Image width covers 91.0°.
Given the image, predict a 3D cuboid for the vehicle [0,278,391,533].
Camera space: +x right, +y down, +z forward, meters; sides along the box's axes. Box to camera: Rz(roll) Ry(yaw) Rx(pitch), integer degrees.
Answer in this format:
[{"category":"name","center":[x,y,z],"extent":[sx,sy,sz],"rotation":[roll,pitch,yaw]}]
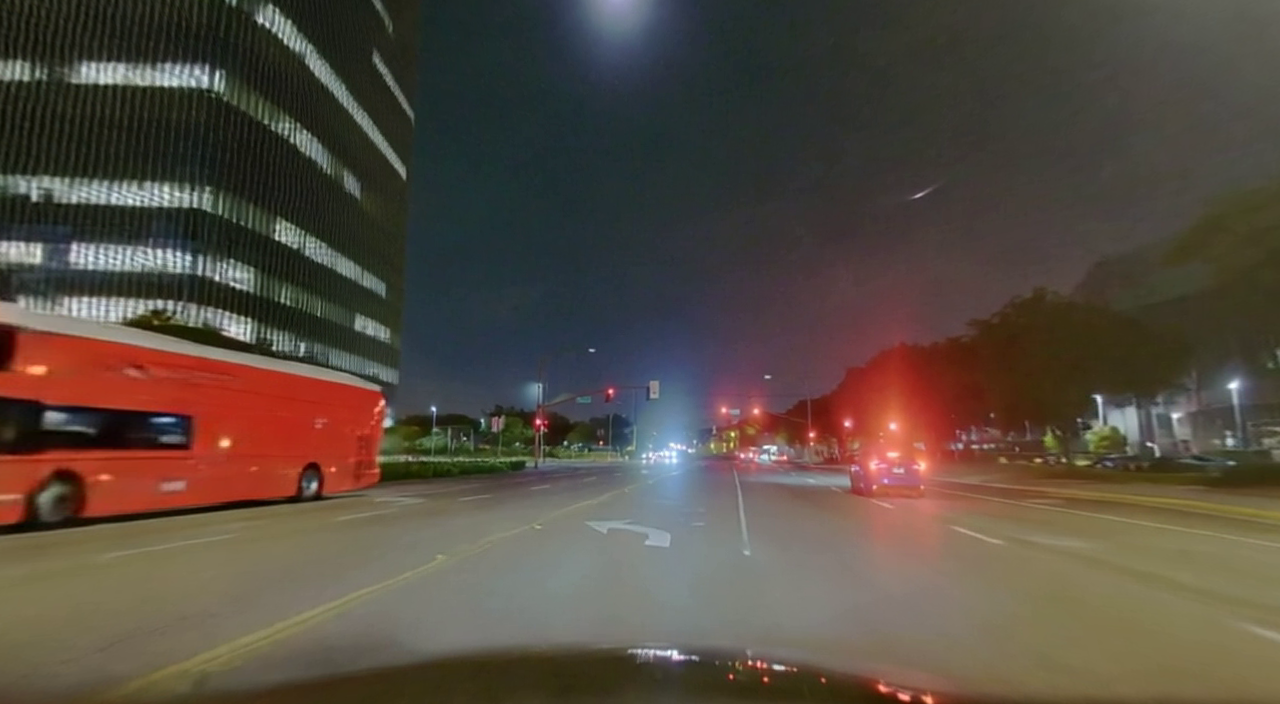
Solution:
[{"category":"vehicle","center":[-11.911,1.873,16.920],"extent":[3.110,4.418,13.688],"rotation":[-1,-9,8]}]

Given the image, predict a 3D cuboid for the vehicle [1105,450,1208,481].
[{"category":"vehicle","center":[28.334,6.240,34.672],"extent":[3.824,1.453,1.894],"rotation":[-3,-8,6]}]

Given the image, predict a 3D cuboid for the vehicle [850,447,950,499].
[{"category":"vehicle","center":[8.476,3.951,20.929],"extent":[1.993,1.501,4.127],"rotation":[-1,-9,7]}]

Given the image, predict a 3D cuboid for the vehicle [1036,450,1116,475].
[{"category":"vehicle","center":[29.270,7.431,42.378],"extent":[3.896,1.471,1.936],"rotation":[-3,-8,9]}]
